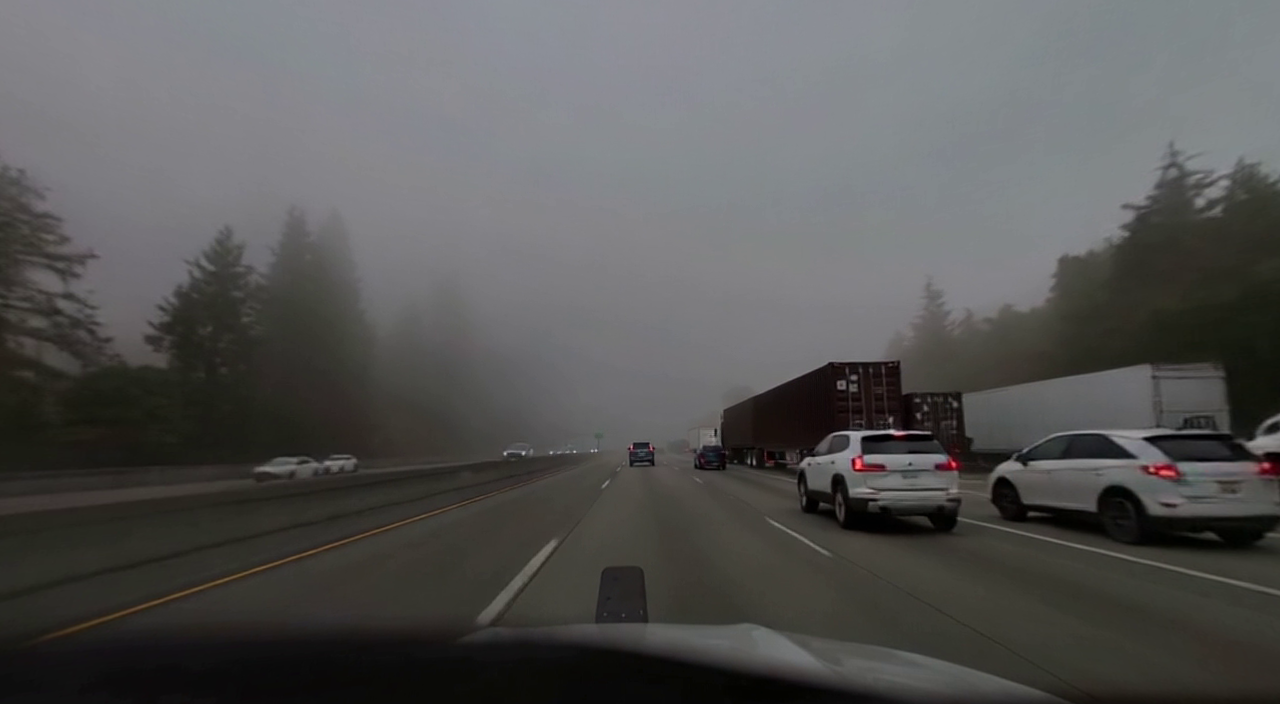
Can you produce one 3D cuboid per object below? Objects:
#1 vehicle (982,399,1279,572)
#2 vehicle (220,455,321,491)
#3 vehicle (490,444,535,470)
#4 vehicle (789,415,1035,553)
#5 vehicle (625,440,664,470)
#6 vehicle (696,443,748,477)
[{"bbox_3d":[7.322,1.769,9.140,1.985,1.835,4.681,0,-8,-1],"label":"vehicle"},{"bbox_3d":[-16.915,5.536,29.037,1.906,1.453,4.484,0,-8,1],"label":"vehicle"},{"bbox_3d":[-9.396,7.774,46.702,2.273,1.821,4.811,0,-8,1],"label":"vehicle"},{"bbox_3d":[3.885,1.945,9.940,1.972,1.693,4.139,0,-8,-1],"label":"vehicle"},{"bbox_3d":[0.310,6.442,39.374,2.313,1.736,4.215,0,-8,1],"label":"vehicle"},{"bbox_3d":[3.960,5.289,31.104,1.888,1.501,4.608,0,-8,-1],"label":"vehicle"}]
